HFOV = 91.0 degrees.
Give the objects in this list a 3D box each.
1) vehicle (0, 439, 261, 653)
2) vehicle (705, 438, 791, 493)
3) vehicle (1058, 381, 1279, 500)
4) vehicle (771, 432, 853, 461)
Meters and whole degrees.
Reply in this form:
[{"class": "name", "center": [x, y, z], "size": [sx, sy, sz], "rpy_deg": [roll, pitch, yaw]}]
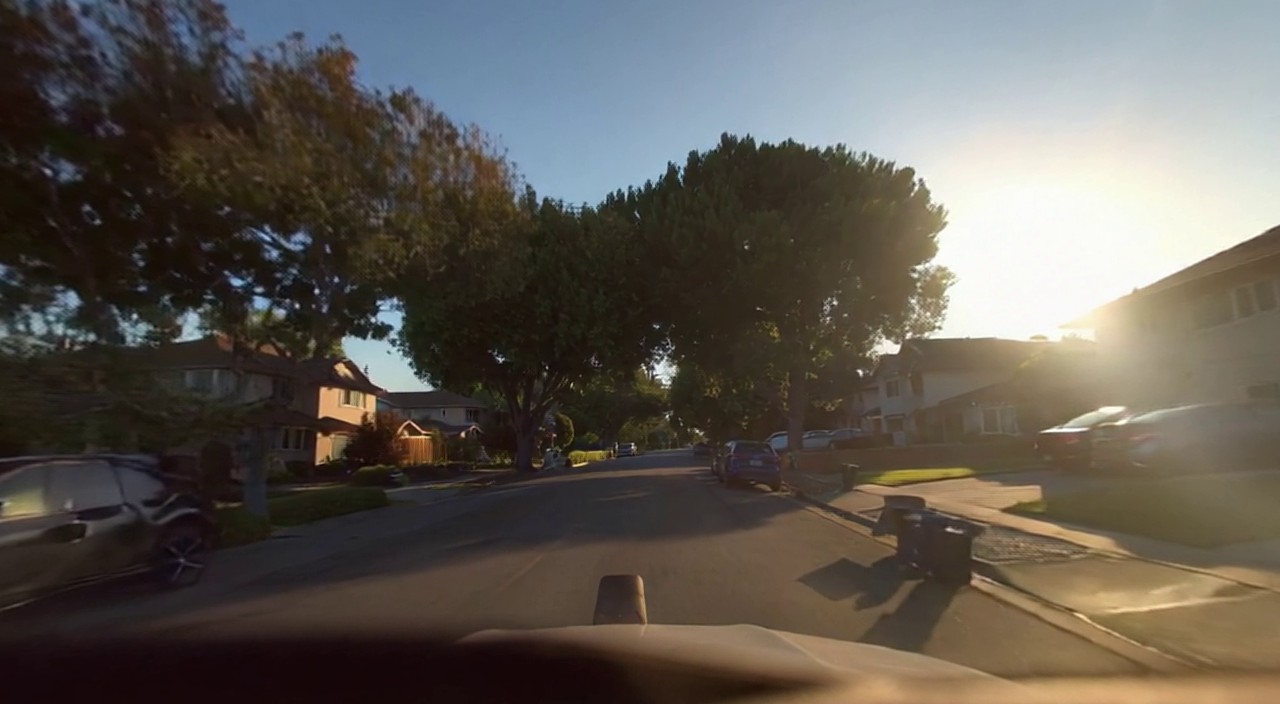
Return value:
[{"class": "vehicle", "center": [-5.850, 1.598, 5.579], "size": [1.995, 1.608, 4.596], "rpy_deg": [0, -8, 2]}, {"class": "vehicle", "center": [3.225, 3.485, 19.700], "size": [2.006, 1.494, 4.211], "rpy_deg": [0, -8, 1]}, {"class": "vehicle", "center": [11.364, 1.566, 11.974], "size": [5.097, 1.824, 2.113], "rpy_deg": [-6, -9, 2]}, {"class": "vehicle", "center": [11.218, 6.200, 41.295], "size": [4.710, 1.512, 1.894], "rpy_deg": [-4, -9, 2]}]
